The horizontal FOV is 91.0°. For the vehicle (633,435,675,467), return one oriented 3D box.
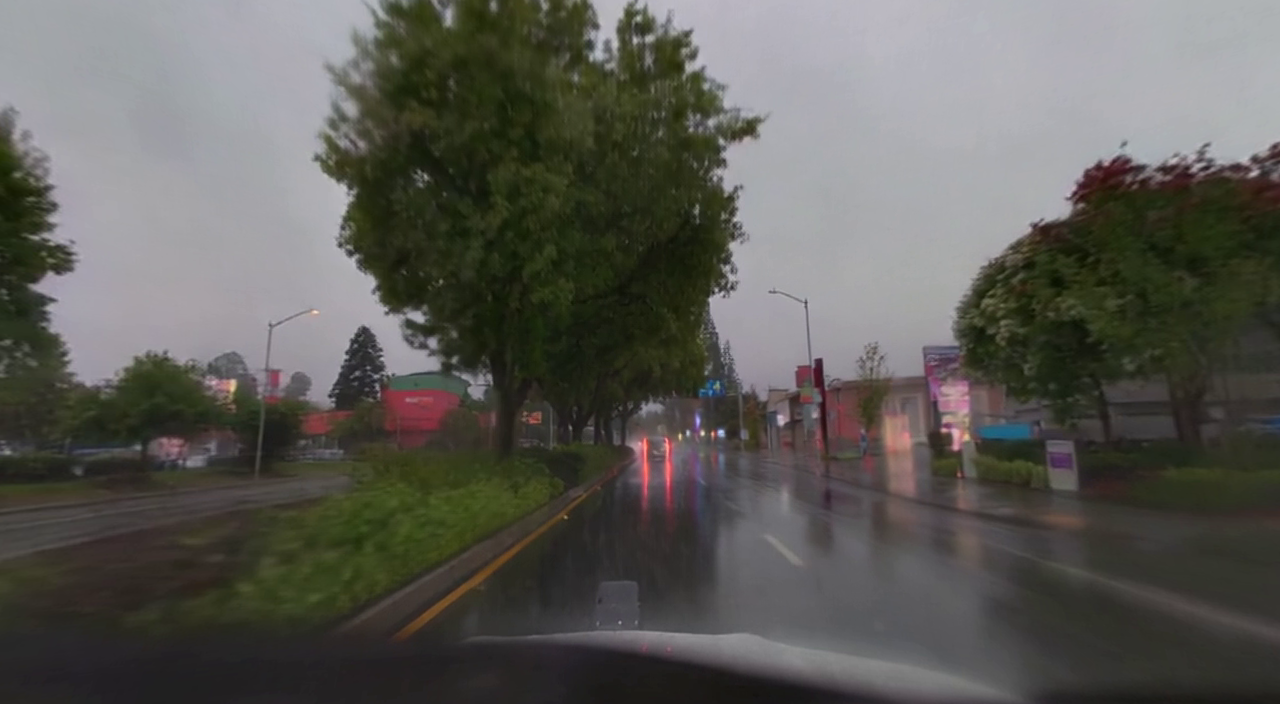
[{"bbox_3d":[0.866,5.657,36.196,2.235,1.719,4.292,0,-8,3],"label":"vehicle"}]

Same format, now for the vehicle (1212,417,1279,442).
[{"bbox_3d":[37.526,4.642,37.637,4.637,1.477,1.823,-1,-8,2],"label":"vehicle"}]
